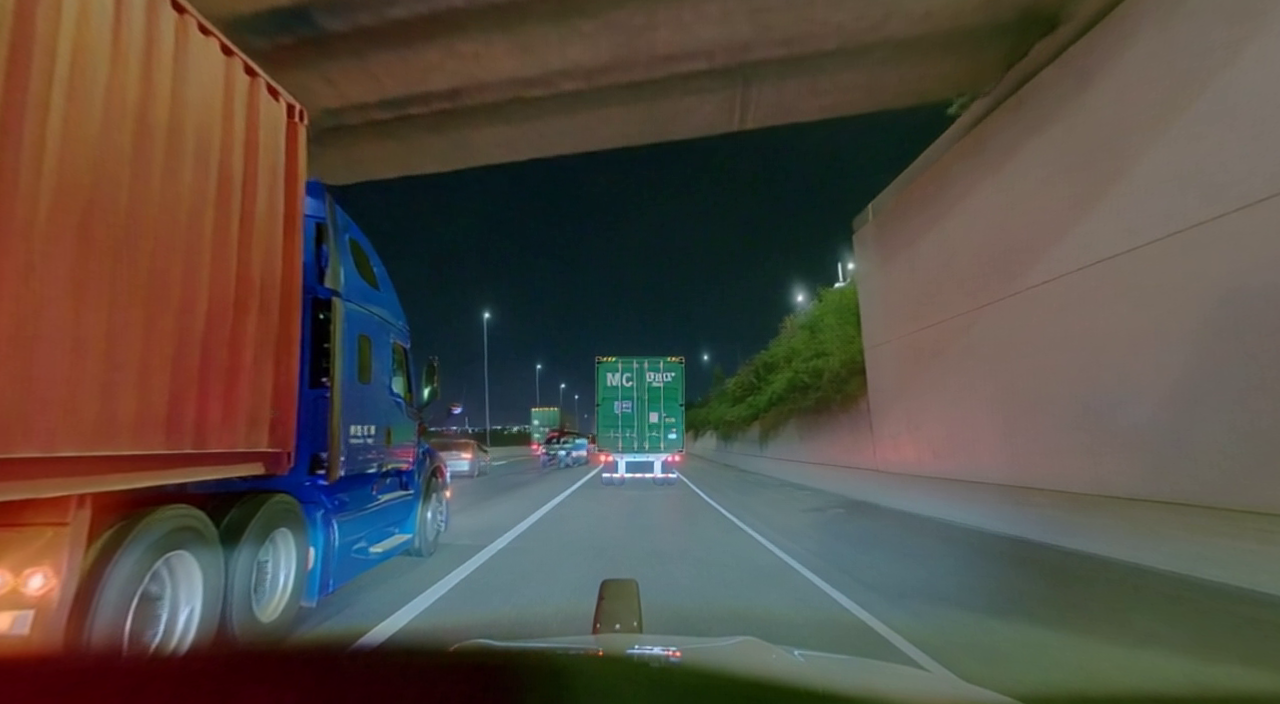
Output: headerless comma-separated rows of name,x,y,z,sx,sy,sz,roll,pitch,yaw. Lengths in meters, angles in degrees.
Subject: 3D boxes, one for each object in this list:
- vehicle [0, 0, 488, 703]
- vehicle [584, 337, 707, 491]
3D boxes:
vehicle,-3.646,0.042,4.889,3.187,3.949,6.963,0,-9,0
vehicle,0.011,2.237,21.215,3.357,4.212,7.519,0,-9,-2
